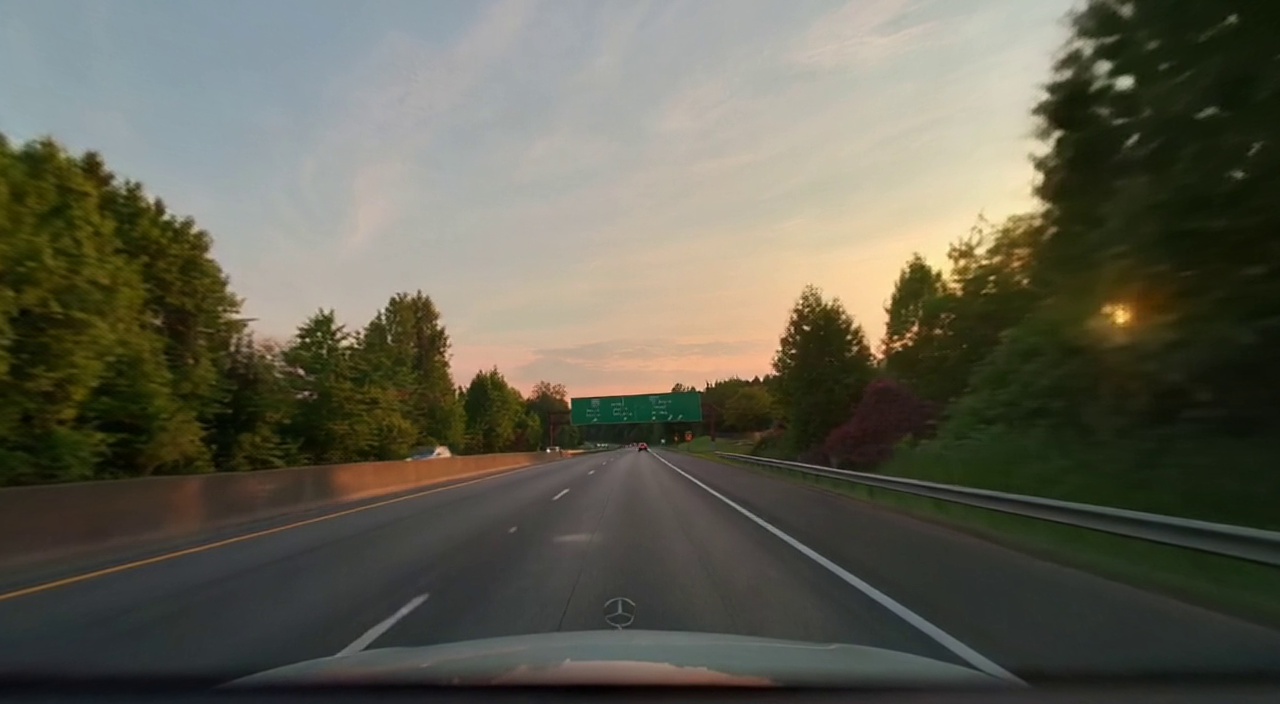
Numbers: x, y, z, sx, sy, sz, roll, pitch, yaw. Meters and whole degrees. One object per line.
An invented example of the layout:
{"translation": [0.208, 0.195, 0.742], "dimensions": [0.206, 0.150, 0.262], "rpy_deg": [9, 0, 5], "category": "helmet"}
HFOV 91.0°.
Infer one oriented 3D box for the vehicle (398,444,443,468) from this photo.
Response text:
{"translation": [-16.331, 7.759, 46.990], "dimensions": [1.892, 1.661, 4.143], "rpy_deg": [0, -8, -1], "category": "vehicle"}
